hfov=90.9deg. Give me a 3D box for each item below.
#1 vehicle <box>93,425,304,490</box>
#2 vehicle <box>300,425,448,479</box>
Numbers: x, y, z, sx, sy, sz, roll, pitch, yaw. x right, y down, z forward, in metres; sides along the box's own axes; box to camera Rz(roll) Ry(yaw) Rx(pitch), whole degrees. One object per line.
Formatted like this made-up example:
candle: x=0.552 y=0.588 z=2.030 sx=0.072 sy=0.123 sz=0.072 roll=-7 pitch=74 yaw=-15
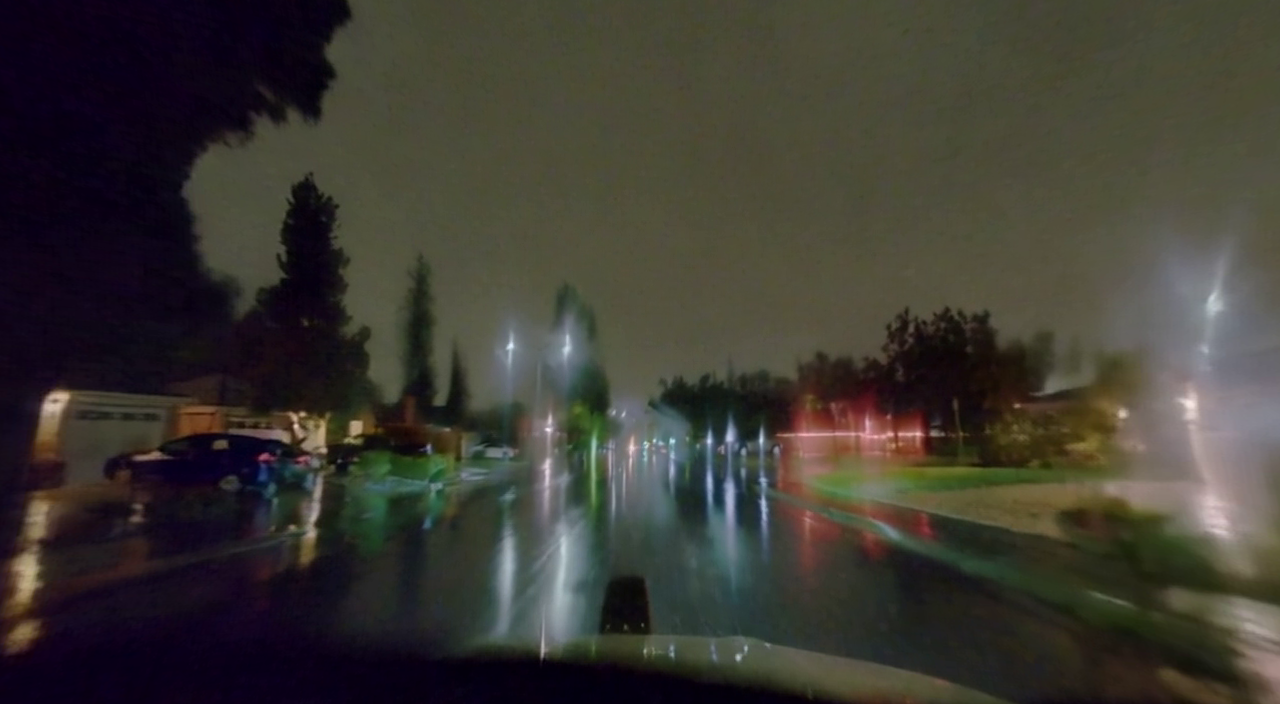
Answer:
vehicle: x=-13.520 y=3.253 z=19.598 sx=4.796 sy=1.864 sz=2.328 roll=-1 pitch=-9 yaw=2
vehicle: x=-12.887 y=4.893 z=30.971 sx=5.946 sy=2.048 sz=2.595 roll=5 pitch=-9 yaw=-3
